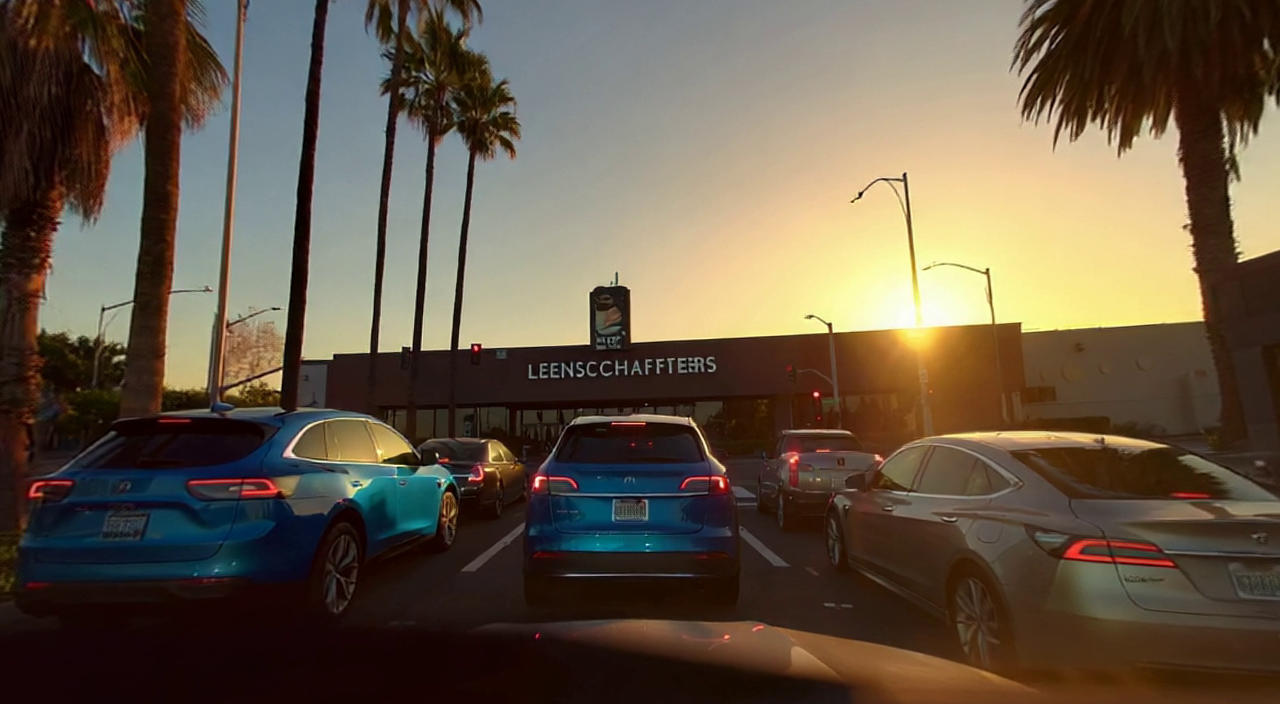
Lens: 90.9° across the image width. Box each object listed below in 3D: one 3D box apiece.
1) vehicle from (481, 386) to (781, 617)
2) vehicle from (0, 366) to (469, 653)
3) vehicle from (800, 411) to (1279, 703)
[{"bbox_3d":[-0.127,1.459,7.064,2.280,1.747,4.361,0,-8,-2],"label":"vehicle"},{"bbox_3d":[-3.338,1.282,6.130,2.014,1.755,4.360,0,-8,1],"label":"vehicle"},{"bbox_3d":[2.972,1.368,5.253,2.017,1.491,4.611,0,-8,-1],"label":"vehicle"}]
